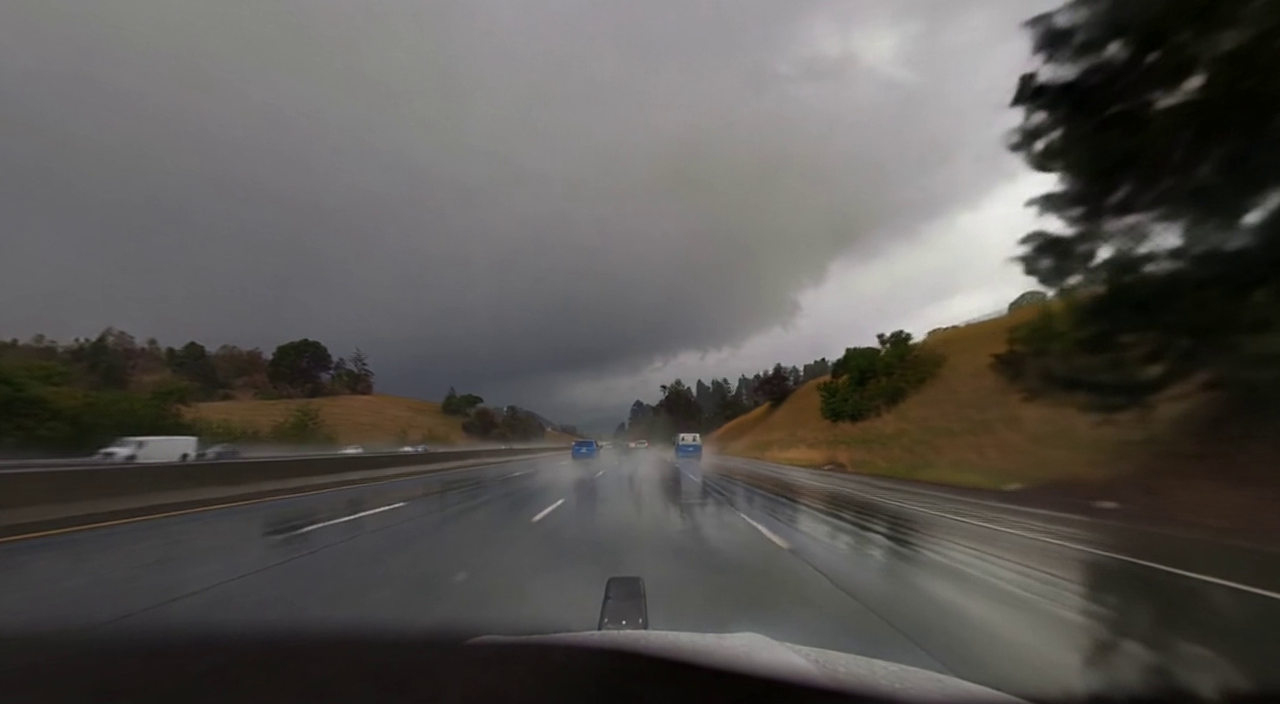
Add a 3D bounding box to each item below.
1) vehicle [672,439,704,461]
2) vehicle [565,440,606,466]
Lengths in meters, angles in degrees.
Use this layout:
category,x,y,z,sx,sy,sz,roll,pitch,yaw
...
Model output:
category,x,y,z,sx,sy,sz,roll,pitch,yaw
vehicle,3.755,7.747,49.966,2.168,1.681,4.279,0,-8,-1
vehicle,-3.438,6.524,40.785,2.159,1.562,4.441,0,-8,1
